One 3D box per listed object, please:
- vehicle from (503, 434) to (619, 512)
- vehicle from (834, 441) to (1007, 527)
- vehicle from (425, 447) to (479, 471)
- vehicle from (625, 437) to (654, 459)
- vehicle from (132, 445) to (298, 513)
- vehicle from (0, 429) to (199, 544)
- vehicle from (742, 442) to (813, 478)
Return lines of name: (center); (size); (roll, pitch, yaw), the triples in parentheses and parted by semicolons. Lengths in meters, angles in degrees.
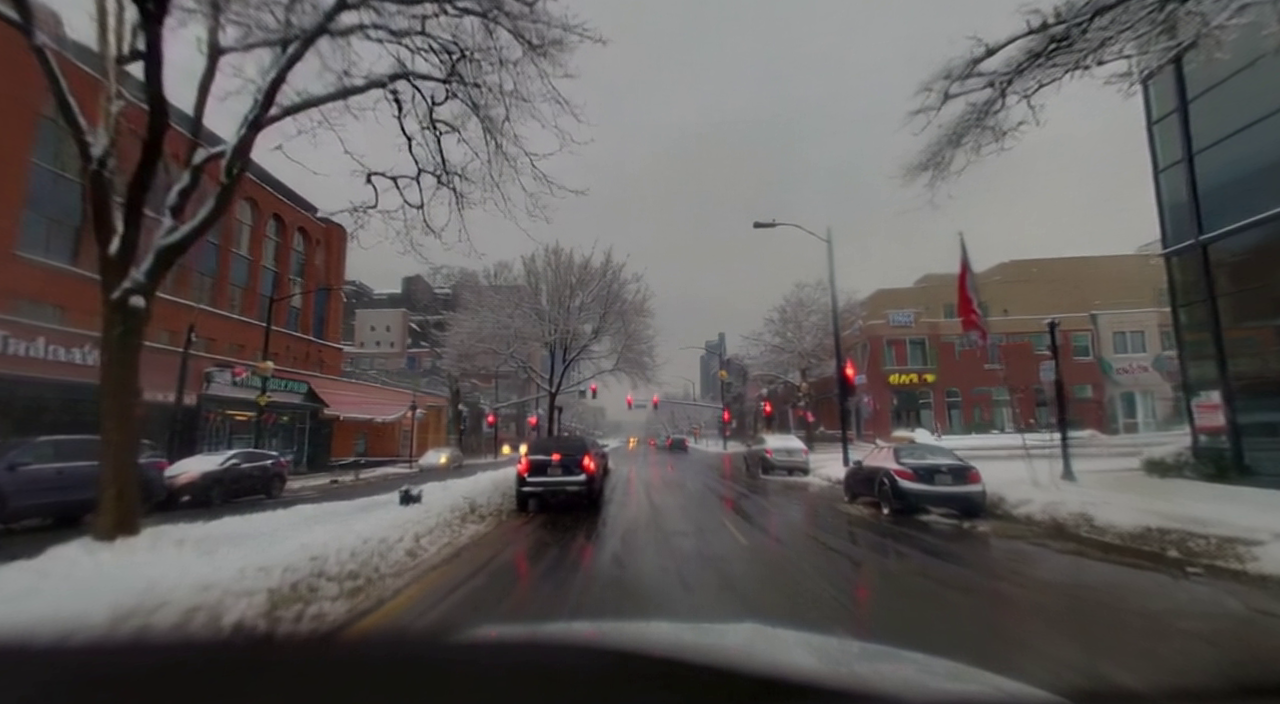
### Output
vehicle: (-1.729, 2.621, 14.213); (2.169, 1.427, 4.531); (1, -9, -6)
vehicle: (5.737, 2.713, 13.525); (1.986, 1.555, 3.879); (0, -8, 1)
vehicle: (-12.588, 7.185, 42.540); (2.075, 1.472, 4.638); (0, -8, 2)
vehicle: (-0.081, 7.138, 46.804); (2.102, 1.521, 4.078); (0, -8, -1)
vehicle: (-12.649, 3.743, 19.205); (2.000, 1.708, 4.494); (-3, -8, -1)
vehicle: (-12.652, 2.699, 13.206); (2.384, 2.044, 6.030); (0, -8, 0)
vehicle: (5.879, 4.667, 27.504); (1.956, 1.446, 4.537); (0, -8, -1)
